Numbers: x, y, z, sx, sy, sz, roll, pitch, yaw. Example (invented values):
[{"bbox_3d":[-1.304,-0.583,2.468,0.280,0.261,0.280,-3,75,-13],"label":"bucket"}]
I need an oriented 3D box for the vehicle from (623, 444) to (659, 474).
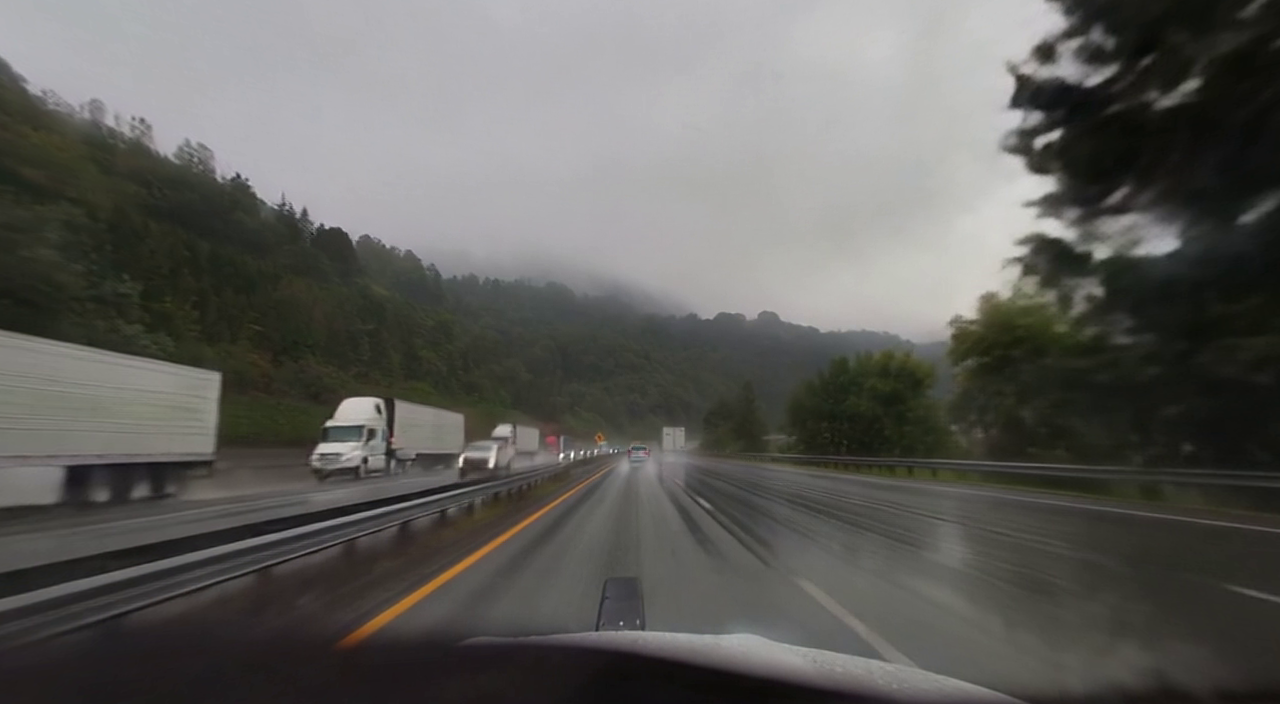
[{"bbox_3d":[0.040,6.550,38.880,2.137,1.689,4.051,0,-9,-1],"label":"vehicle"}]

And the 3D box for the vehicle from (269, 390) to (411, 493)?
[{"bbox_3d":[-12.729,3.930,27.591,3.002,3.963,6.351,0,-9,-1],"label":"vehicle"}]

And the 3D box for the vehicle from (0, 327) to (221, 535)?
[{"bbox_3d":[-14.022,1.376,11.247,2.829,4.048,14.297,0,-9,2],"label":"vehicle"}]

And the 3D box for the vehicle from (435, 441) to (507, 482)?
[{"bbox_3d":[-8.530,5.570,32.402,2.292,1.917,5.174,0,-9,-1],"label":"vehicle"}]
